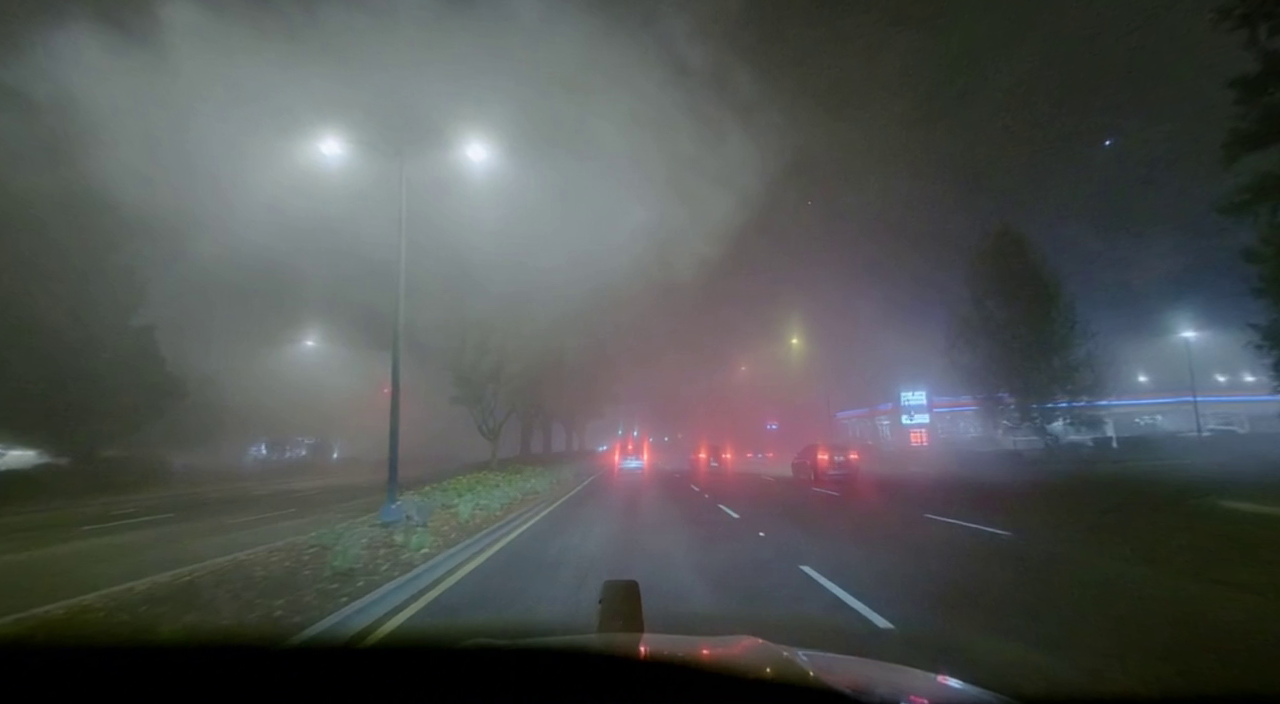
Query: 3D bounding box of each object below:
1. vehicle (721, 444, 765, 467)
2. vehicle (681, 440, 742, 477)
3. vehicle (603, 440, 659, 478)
[{"bbox_3d":[6.580,6.635,40.648,2.068,1.393,3.874,0,-8,-1],"label":"vehicle"},{"bbox_3d":[3.121,4.776,28.642,2.057,1.491,4.675,0,-8,-2],"label":"vehicle"},{"bbox_3d":[-0.421,4.610,27.476,2.242,1.474,4.127,0,-8,-1],"label":"vehicle"}]
